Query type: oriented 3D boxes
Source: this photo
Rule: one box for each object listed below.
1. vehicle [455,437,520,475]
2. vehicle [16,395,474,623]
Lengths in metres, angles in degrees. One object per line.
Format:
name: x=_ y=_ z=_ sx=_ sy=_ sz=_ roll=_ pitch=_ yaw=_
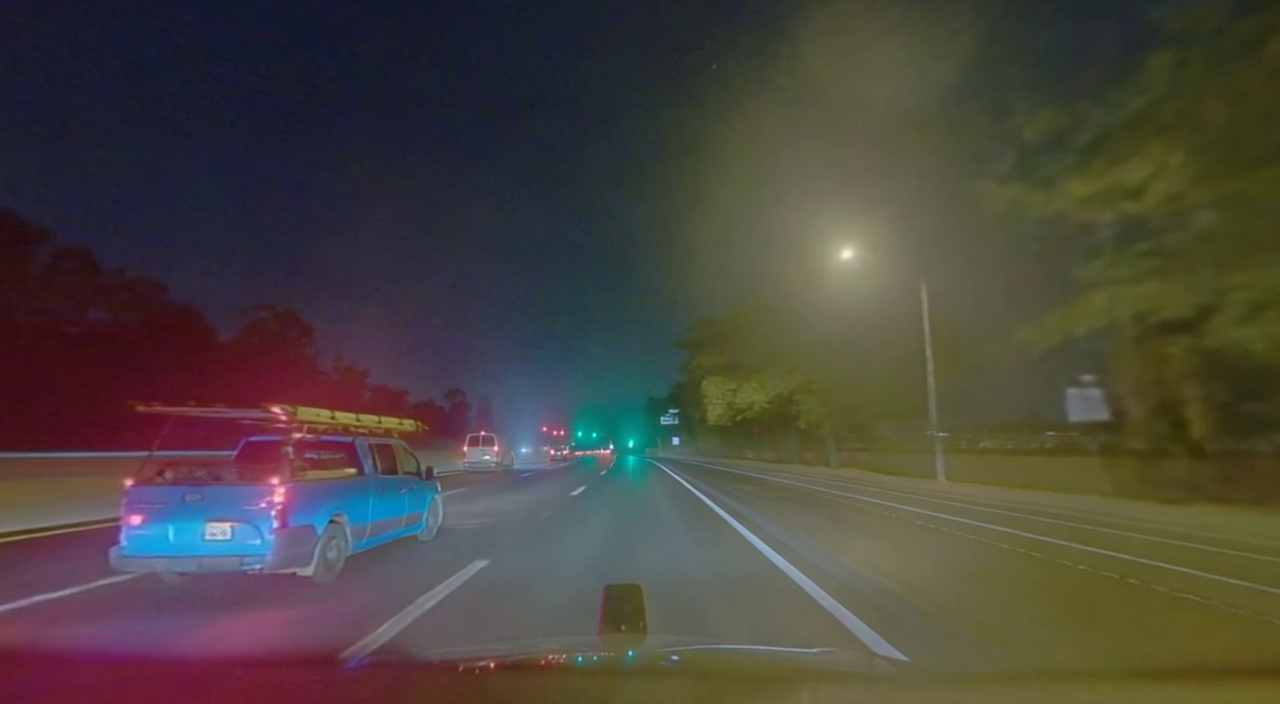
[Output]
vehicle: x=-7.499 y=5.157 z=31.509 sx=2.093 sy=1.752 sz=4.771 roll=0 pitch=-9 yaw=0
vehicle: x=-3.587 y=1.532 z=7.183 sx=2.040 sy=1.679 sz=4.865 roll=0 pitch=-9 yaw=0
